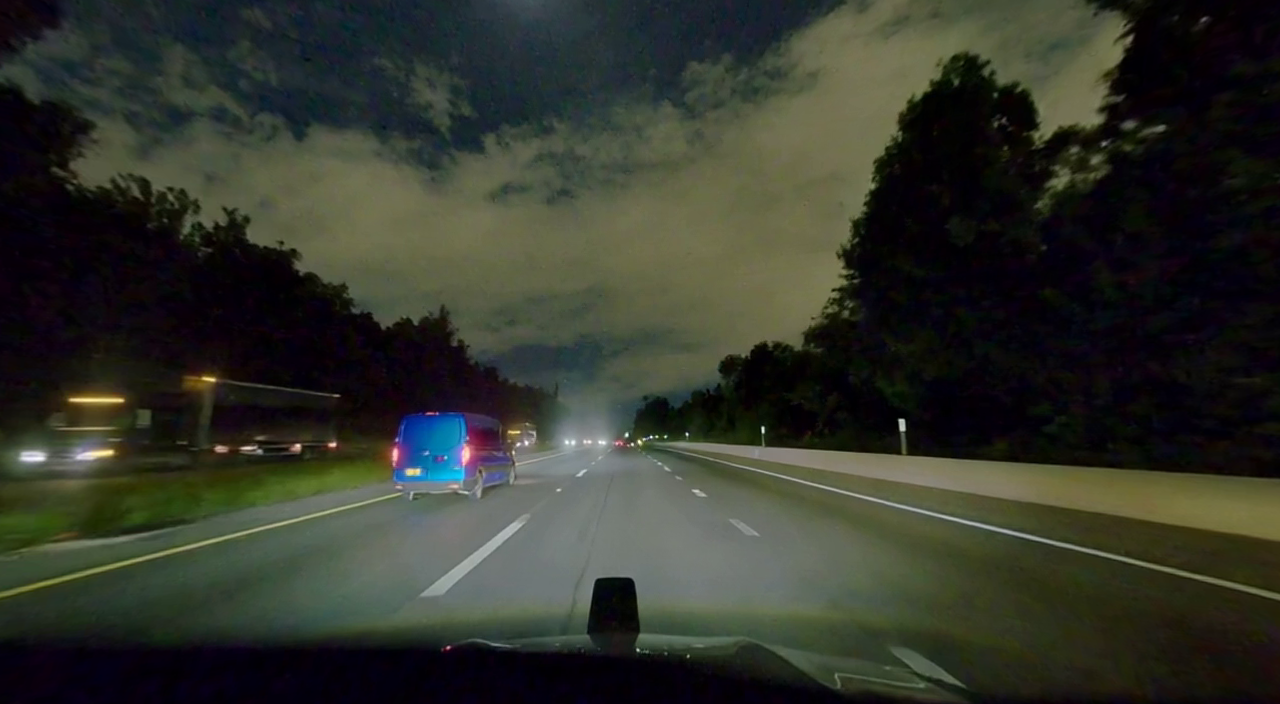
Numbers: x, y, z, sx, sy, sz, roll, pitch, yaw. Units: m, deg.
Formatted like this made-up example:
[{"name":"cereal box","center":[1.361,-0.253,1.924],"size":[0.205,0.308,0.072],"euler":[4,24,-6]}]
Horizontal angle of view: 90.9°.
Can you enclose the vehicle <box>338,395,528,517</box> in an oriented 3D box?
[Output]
[{"name":"vehicle","center":[-3.847,2.038,12.833],"size":[2.297,2.011,4.736],"euler":[0,-8,-1]}]

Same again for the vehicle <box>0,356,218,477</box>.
[{"name":"vehicle","center":[-19.611,2.514,23.895],"size":[2.967,4.021,5.937],"euler":[0,-8,-1]}]

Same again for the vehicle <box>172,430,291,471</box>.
[{"name":"vehicle","center":[-15.982,3.875,24.999],"size":[1.833,1.463,4.463],"euler":[0,-8,-2]}]
